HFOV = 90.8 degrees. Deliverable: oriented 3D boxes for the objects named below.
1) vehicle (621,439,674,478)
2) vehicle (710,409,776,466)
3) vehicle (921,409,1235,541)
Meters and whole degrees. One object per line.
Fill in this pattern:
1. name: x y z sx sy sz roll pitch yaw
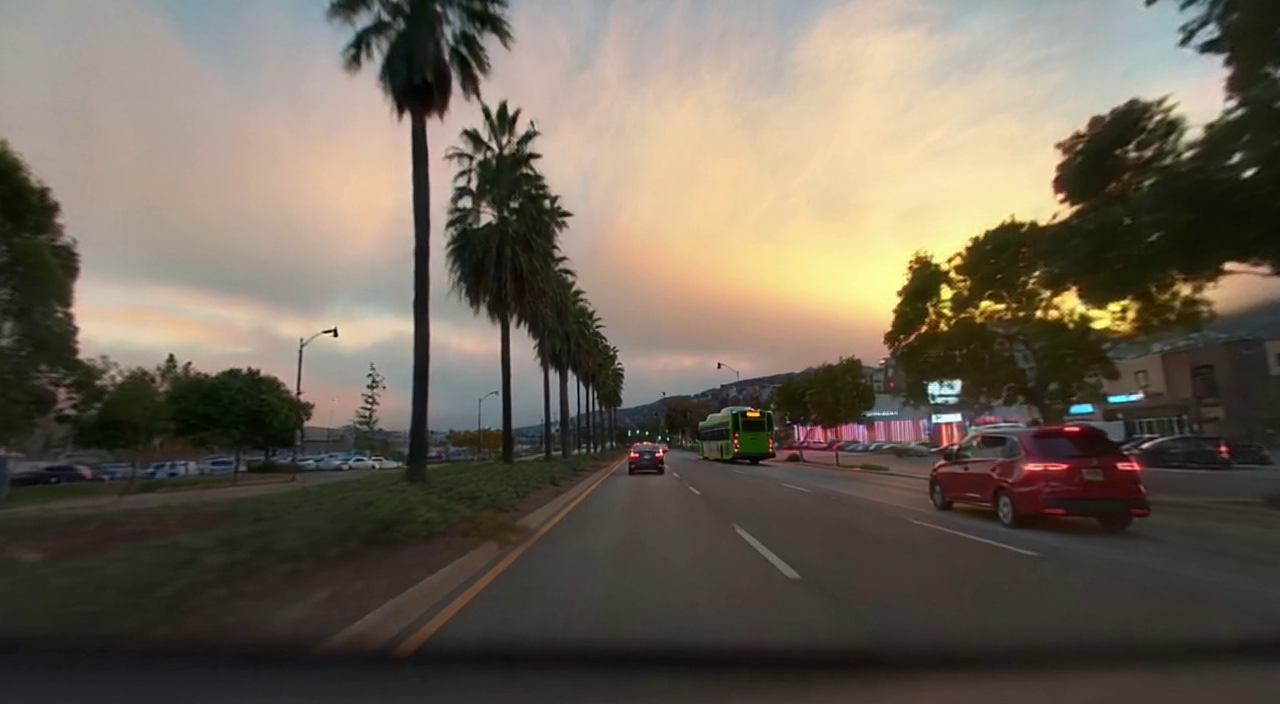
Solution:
1. vehicle: 0.261 4.499 26.907 2.065 1.477 4.306 0 -9 -1
2. vehicle: 6.706 5.819 42.581 2.795 3.383 9.287 0 -9 -1
3. vehicle: 6.537 1.891 10.201 2.031 1.670 4.154 0 -9 0
